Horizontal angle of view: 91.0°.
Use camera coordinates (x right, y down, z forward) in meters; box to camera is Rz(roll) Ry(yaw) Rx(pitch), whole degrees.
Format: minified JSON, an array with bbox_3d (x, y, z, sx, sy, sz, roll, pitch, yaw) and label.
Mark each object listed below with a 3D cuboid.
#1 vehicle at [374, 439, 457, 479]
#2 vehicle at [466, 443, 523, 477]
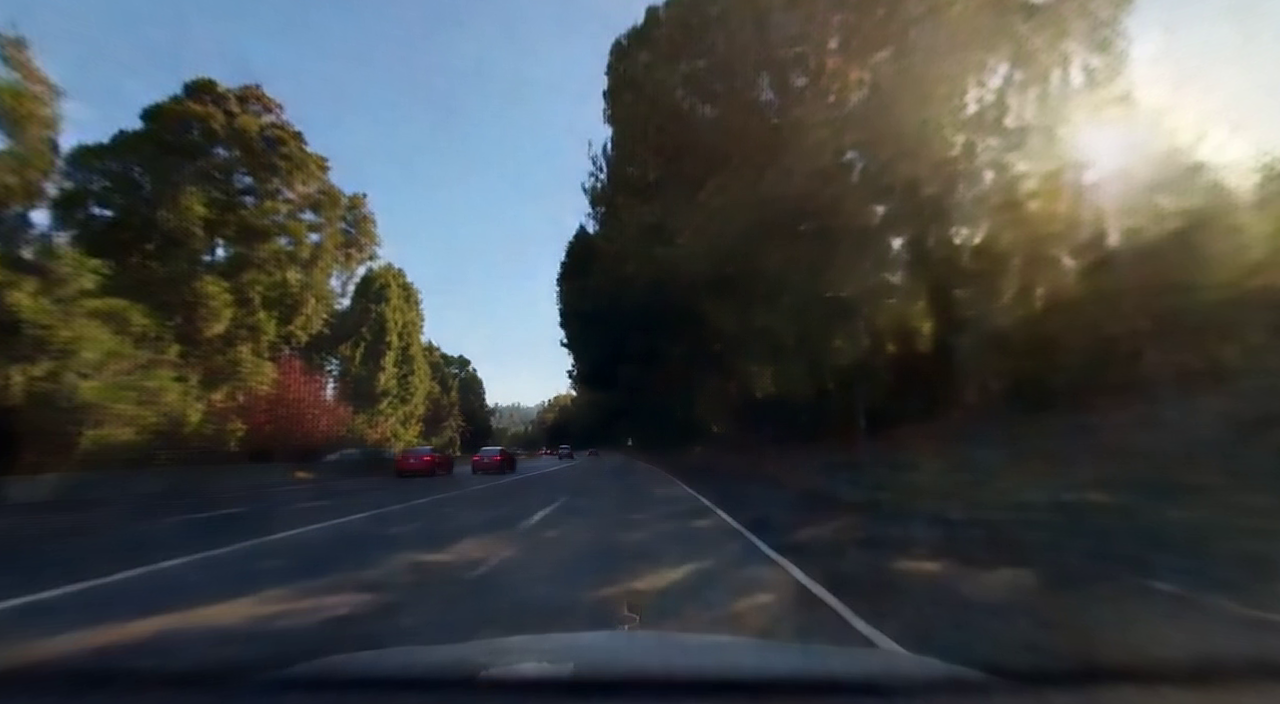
[{"bbox_3d":[-11.798,5.639,33.555,2.425,1.926,5.584,0,-9,-1],"label":"vehicle"},{"bbox_3d":[-7.610,5.672,33.335,2.060,1.680,4.255,0,-9,-1],"label":"vehicle"}]
